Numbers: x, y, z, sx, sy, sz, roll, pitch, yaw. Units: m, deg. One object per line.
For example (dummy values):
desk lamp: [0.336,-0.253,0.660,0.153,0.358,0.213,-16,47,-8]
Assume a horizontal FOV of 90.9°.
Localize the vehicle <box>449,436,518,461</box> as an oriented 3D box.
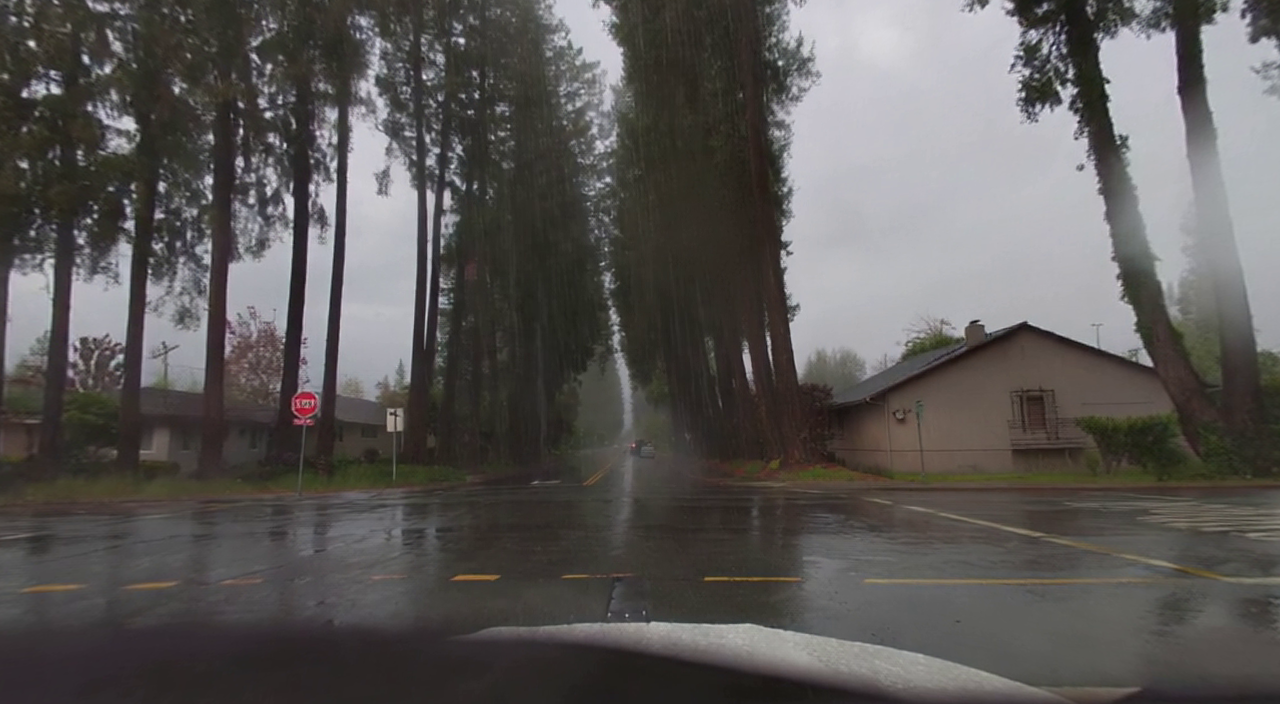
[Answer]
vehicle: [-11.678,7.207,47.244,4.622,1.782,1.836,0,-8,1]
